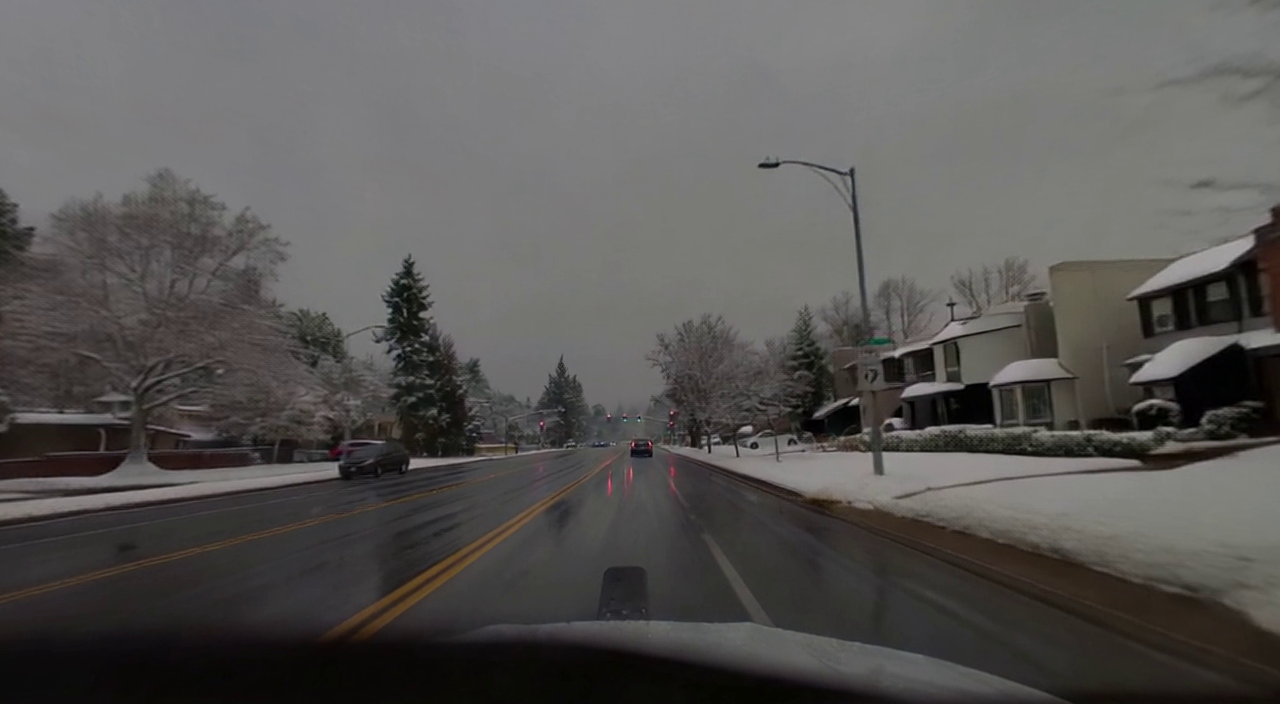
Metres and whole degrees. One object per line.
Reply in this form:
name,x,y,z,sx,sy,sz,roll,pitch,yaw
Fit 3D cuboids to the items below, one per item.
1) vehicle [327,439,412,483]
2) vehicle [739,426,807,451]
vehicle,-14.265,5.714,33.627,2.337,1.850,5.448,-4,-6,-3
vehicle,10.279,6.741,49.086,4.746,1.485,1.916,-5,-8,-1
